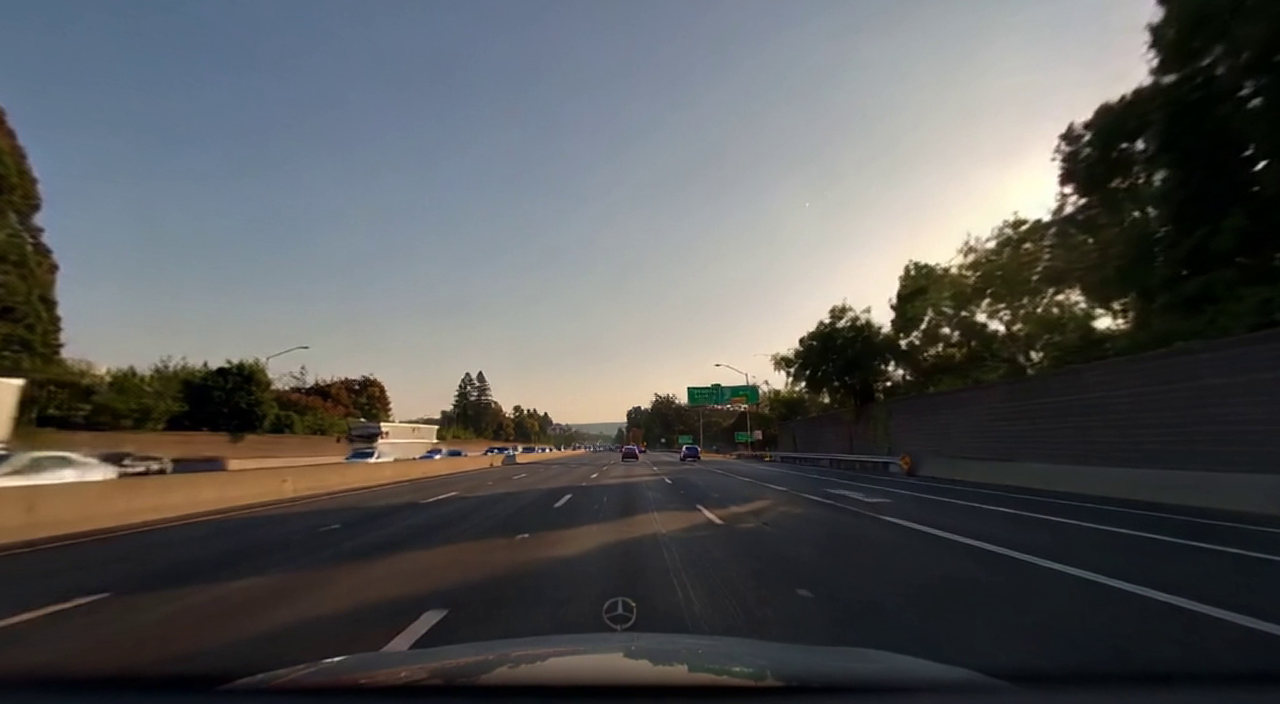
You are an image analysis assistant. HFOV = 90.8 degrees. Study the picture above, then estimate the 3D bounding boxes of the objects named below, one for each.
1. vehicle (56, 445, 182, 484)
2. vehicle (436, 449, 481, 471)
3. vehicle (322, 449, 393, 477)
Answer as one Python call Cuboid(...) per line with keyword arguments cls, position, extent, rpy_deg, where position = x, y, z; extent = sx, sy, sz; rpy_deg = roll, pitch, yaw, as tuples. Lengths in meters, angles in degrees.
Cuboid(cls="vehicle", position=(-24.658, 5.301, 30.188), extent=(1.911, 1.685, 4.614), rpy_deg=(-1, -9, 3))
Cuboid(cls="vehicle", position=(-13.264, 7.889, 46.366), extent=(1.985, 1.447, 4.438), rpy_deg=(0, -9, 0))
Cuboid(cls="vehicle", position=(-16.093, 6.339, 36.263), extent=(1.929, 1.459, 4.504), rpy_deg=(0, -9, 0))
